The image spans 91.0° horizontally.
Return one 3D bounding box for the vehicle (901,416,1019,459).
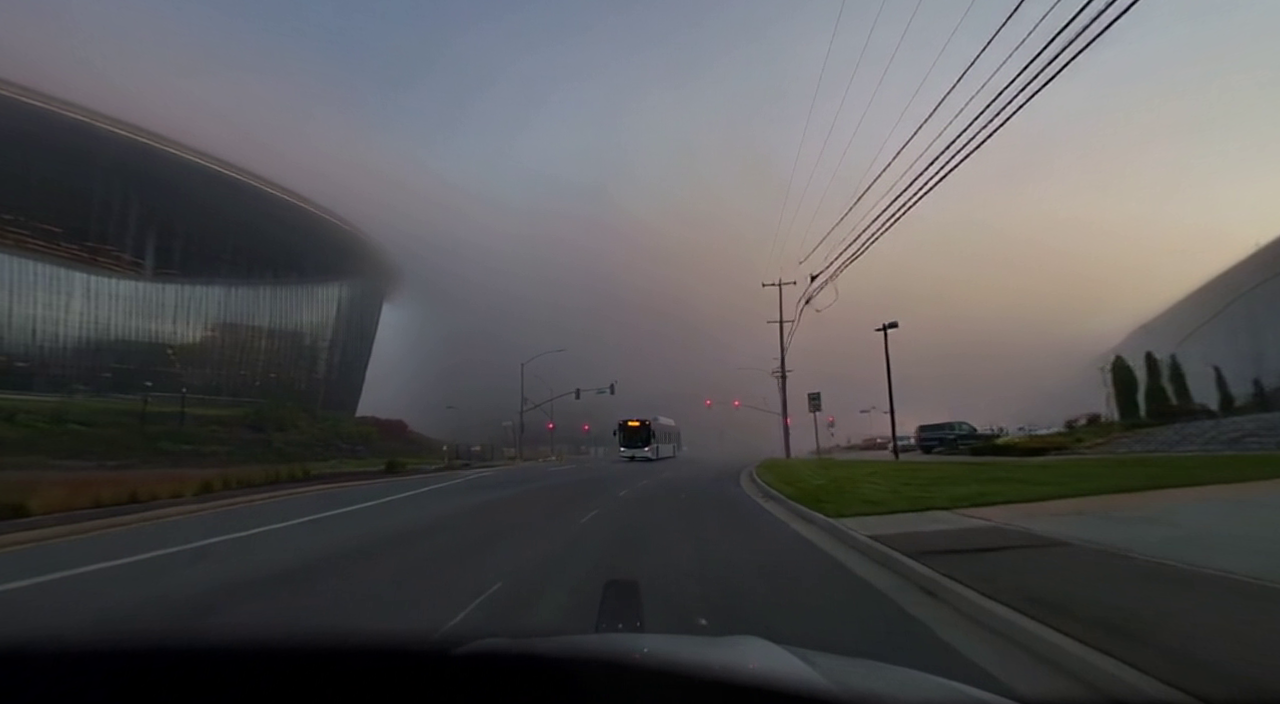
[{"bbox_3d":[15.875,4.312,31.510,4.647,1.951,2.304,-2,-10,9],"label":"vehicle"}]
